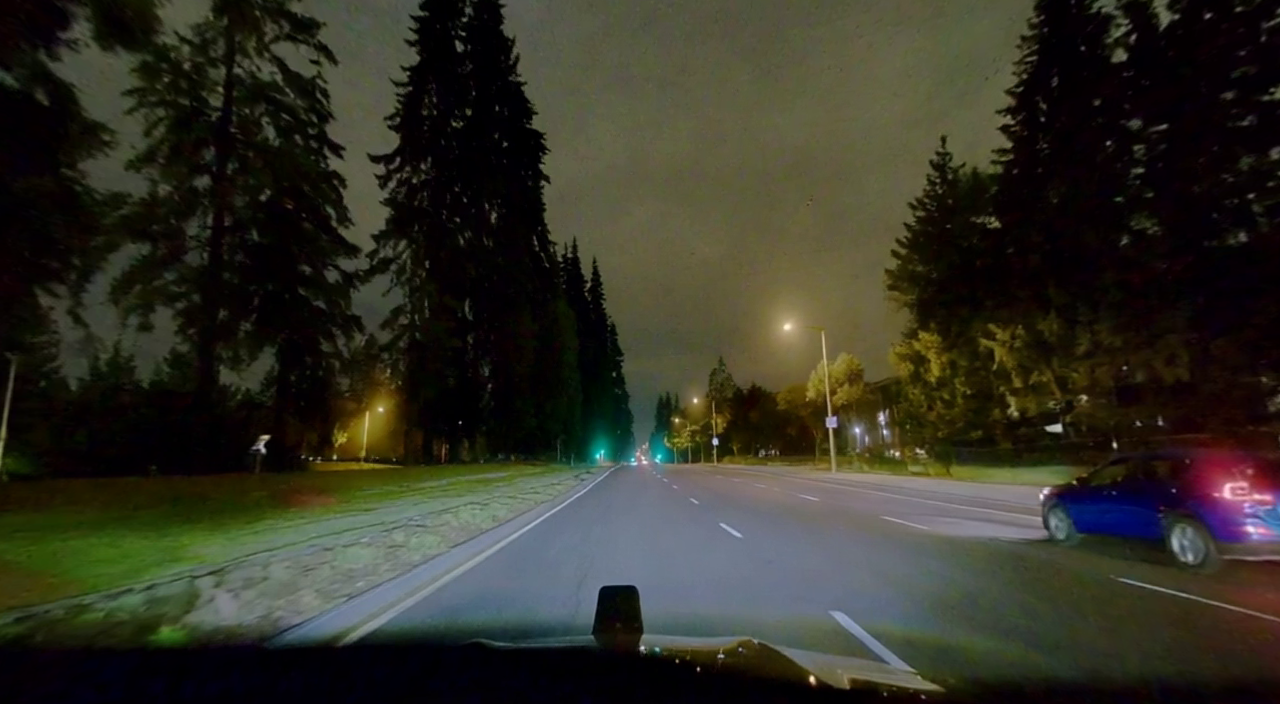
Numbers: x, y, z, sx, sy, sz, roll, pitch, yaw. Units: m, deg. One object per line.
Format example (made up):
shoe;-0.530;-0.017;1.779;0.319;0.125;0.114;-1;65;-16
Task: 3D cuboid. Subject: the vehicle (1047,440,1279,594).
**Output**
vehicle;7.250;1.910;8.029;1.797;1.518;3.433;0;-9;-1
